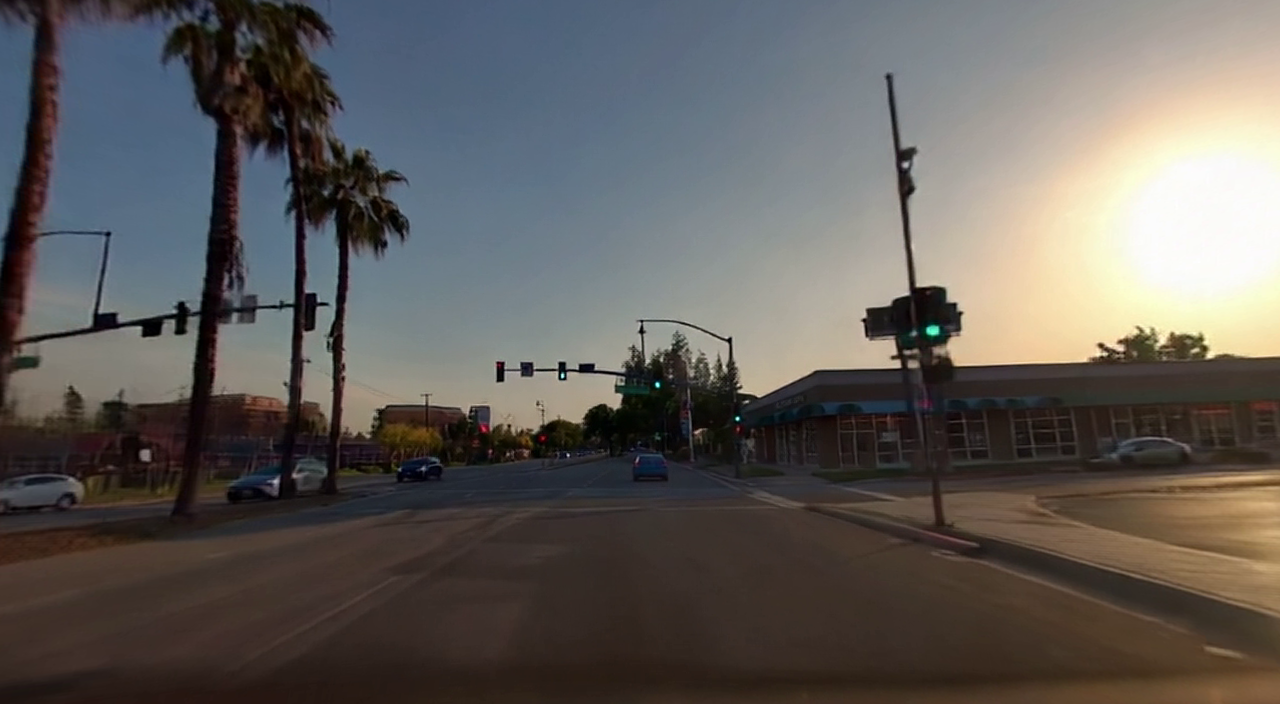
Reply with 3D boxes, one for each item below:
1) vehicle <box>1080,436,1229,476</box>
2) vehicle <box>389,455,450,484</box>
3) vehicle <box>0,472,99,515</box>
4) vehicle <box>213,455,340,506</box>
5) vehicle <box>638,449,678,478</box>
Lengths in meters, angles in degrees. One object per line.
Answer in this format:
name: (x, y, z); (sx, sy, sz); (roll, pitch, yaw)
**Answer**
vehicle: (20.935, 4.246, 26.063); (2.046, 1.481, 4.936); (0, -9, 0)
vehicle: (-12.412, 6.616, 35.843); (2.033, 1.494, 4.048); (0, -9, -1)
vehicle: (-25.971, 5.922, 26.536); (2.026, 1.540, 4.468); (-6, -11, 37)
vehicle: (-12.966, 4.575, 22.962); (2.027, 1.534, 4.779); (0, -9, -4)
vehicle: (0.985, 6.529, 37.155); (1.969, 1.555, 4.431); (0, -9, -3)
